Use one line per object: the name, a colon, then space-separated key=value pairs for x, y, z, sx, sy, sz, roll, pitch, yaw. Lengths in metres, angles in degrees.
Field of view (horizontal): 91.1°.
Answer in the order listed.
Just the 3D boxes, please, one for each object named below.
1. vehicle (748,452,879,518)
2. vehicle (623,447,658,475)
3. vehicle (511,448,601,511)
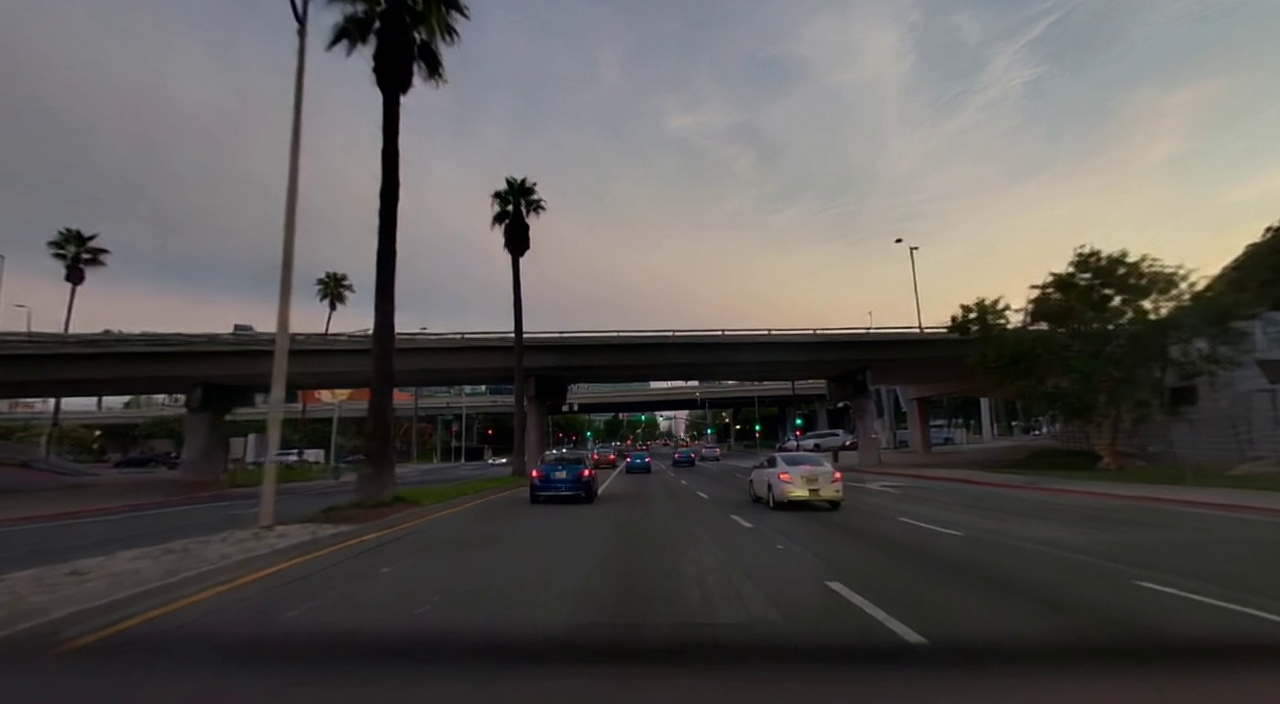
vehicle: x=4.183 y=3.274 z=15.952 sx=2.156 sy=1.404 sz=4.120 roll=0 pitch=-9 yaw=0
vehicle: x=0.046 y=7.180 z=41.581 sx=2.172 sy=1.694 sz=4.055 roll=0 pitch=-9 yaw=0
vehicle: x=-2.149 y=3.397 z=17.226 sx=2.111 sy=1.506 sz=4.018 roll=1 pitch=-9 yaw=-3
